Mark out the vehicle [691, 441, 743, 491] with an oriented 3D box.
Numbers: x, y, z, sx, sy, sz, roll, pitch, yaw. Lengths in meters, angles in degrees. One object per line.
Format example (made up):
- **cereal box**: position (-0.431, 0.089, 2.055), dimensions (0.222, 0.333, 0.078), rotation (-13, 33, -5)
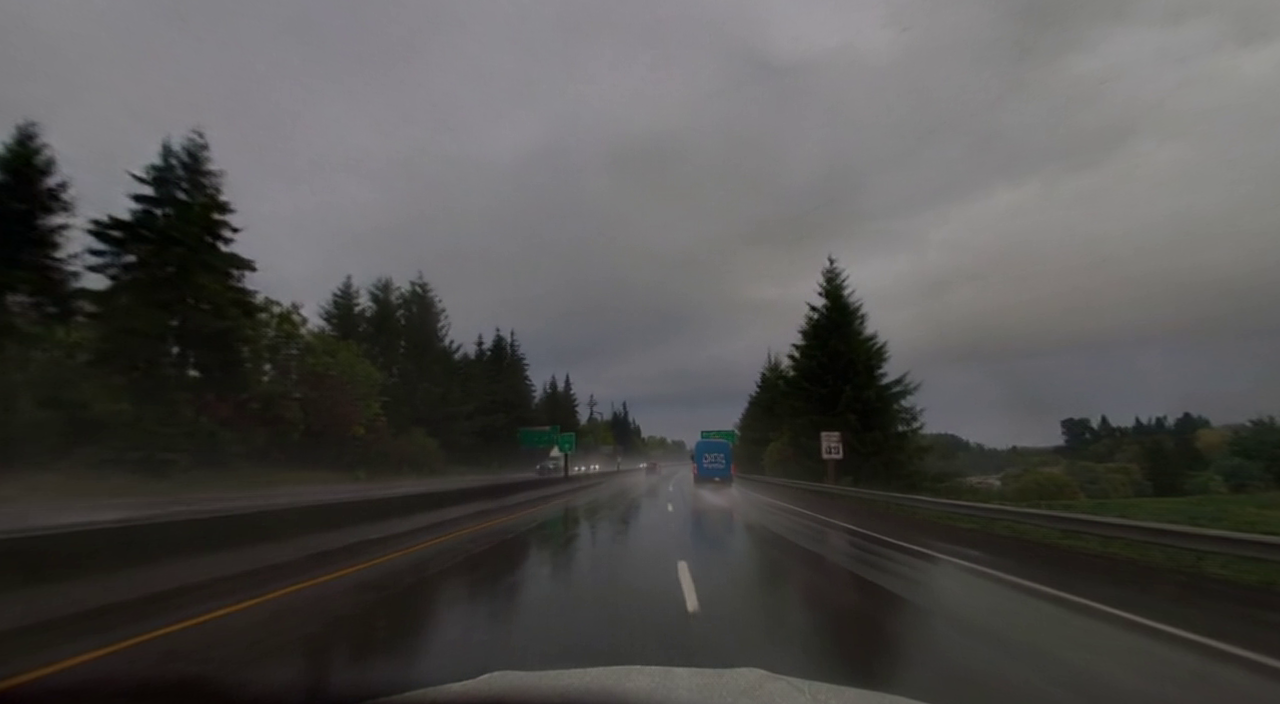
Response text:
- **vehicle**: position (4.278, 6.571, 36.180), dimensions (2.366, 2.595, 5.793), rotation (0, -11, 1)
